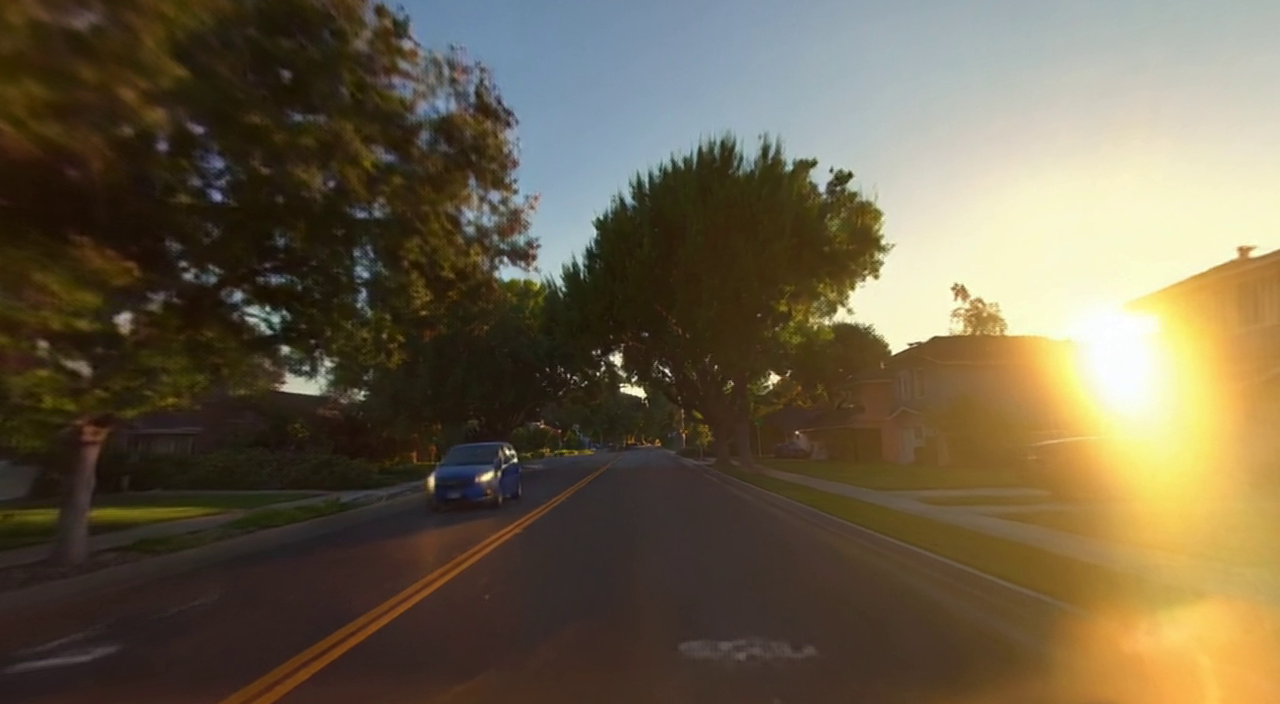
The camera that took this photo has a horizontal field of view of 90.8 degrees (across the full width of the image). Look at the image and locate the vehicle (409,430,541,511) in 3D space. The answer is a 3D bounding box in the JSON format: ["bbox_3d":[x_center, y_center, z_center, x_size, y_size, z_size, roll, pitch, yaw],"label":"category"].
[{"bbox_3d":[-4.088,3.013,16.612,2.161,1.798,4.627,0,-8,1],"label":"vehicle"}]
